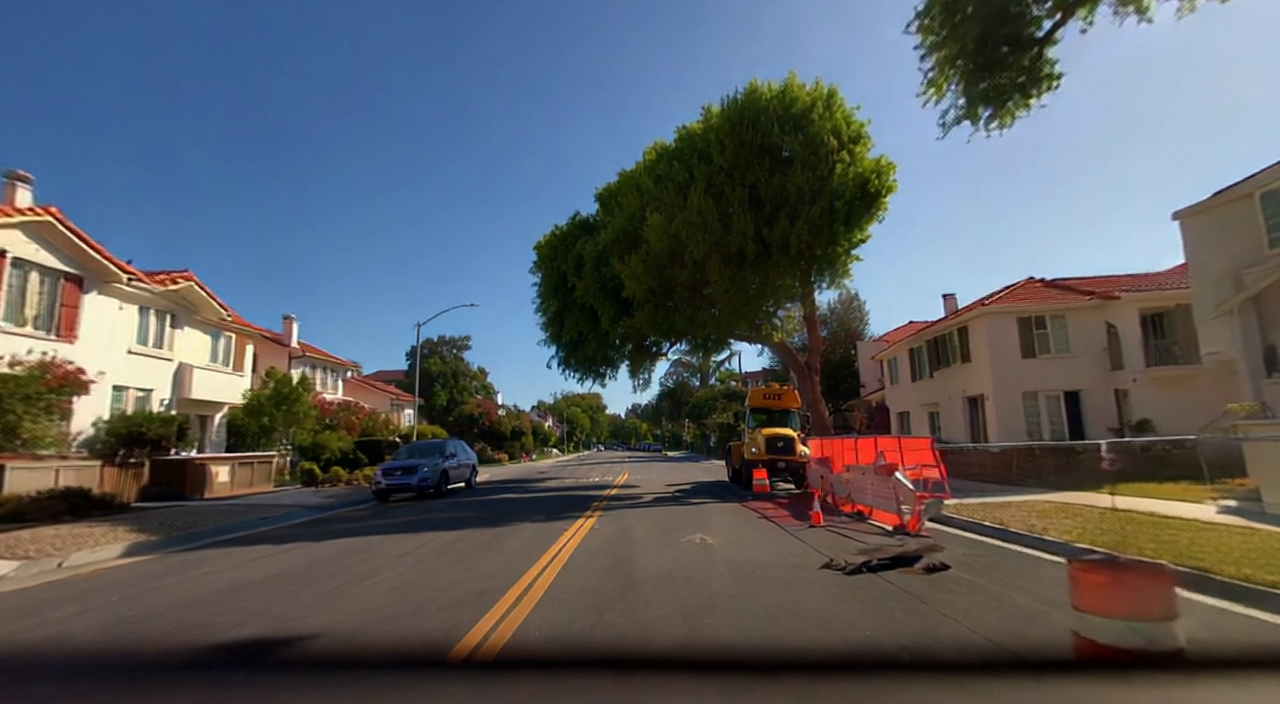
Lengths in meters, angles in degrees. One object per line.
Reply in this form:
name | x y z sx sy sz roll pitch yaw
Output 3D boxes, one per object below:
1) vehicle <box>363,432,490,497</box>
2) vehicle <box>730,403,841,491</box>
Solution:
vehicle | -6.457 3.462 19.828 2.220 1.765 4.799 0 -8 1
vehicle | 4.600 3.097 20.593 2.501 2.613 3.505 1 -9 -5
